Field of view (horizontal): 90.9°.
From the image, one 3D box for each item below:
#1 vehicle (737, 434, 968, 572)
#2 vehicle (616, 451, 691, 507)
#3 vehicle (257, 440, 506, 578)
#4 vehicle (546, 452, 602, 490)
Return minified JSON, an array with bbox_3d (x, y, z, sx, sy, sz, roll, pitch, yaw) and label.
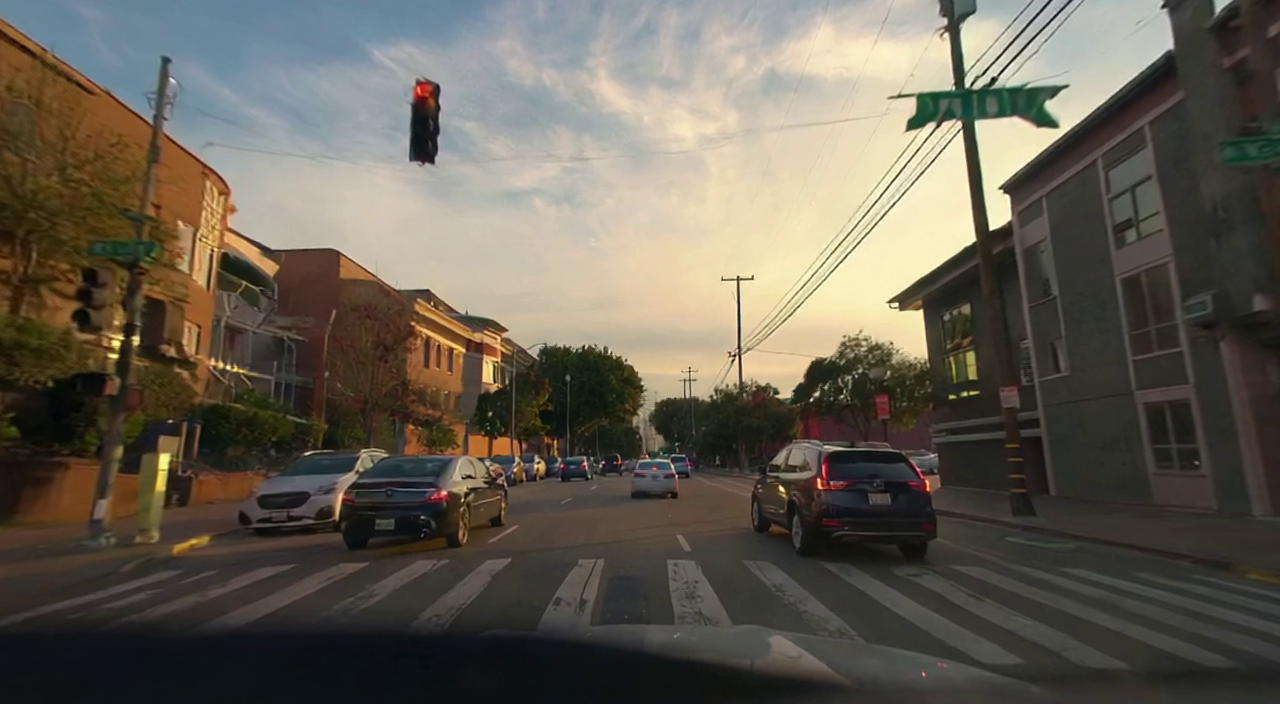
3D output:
[{"bbox_3d":[3.037,2.220,10.246,2.094,1.709,4.394,0,-8,-2],"label":"vehicle"},{"bbox_3d":[0.378,3.980,20.247,2.139,1.466,4.373,0,-8,0],"label":"vehicle"},{"bbox_3d":[-3.531,2.163,9.614,2.085,1.619,3.976,0,-8,0],"label":"vehicle"},{"bbox_3d":[-3.051,5.584,29.912,2.019,1.507,4.643,-1,-8,2],"label":"vehicle"}]
